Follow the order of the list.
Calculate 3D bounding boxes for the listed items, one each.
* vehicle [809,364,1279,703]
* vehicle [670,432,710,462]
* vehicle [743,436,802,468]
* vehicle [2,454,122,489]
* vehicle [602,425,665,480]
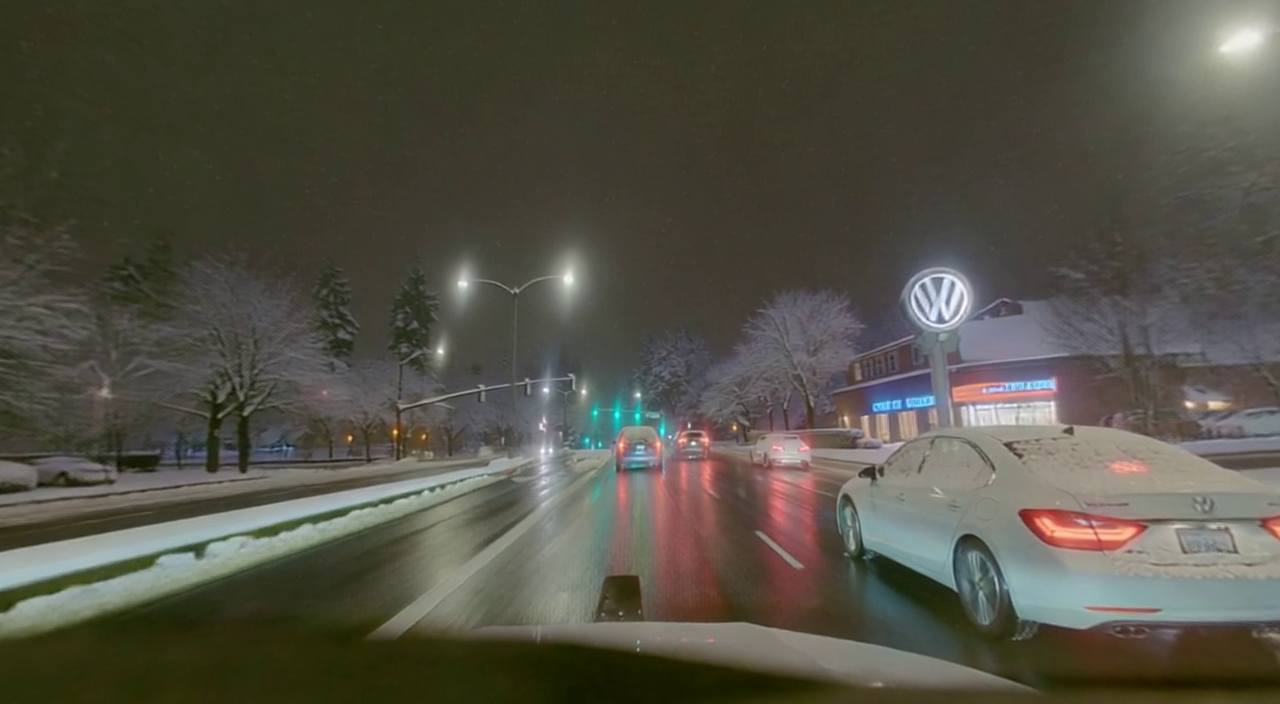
[{"bbox_3d":[3.155,1.213,5.264,2.153,1.658,4.485,0,-8,-1],"label":"vehicle"},{"bbox_3d":[3.078,5.981,39.656,2.000,1.745,4.206,0,-8,-2],"label":"vehicle"},{"bbox_3d":[6.340,4.860,30.811,1.883,1.452,4.258,0,-8,-1],"label":"vehicle"},{"bbox_3d":[-30.247,6.242,33.150,4.228,1.680,2.024,0,-9,1],"label":"vehicle"},{"bbox_3d":[-0.250,3.683,23.286,2.106,1.798,4.168,0,-8,-1],"label":"vehicle"}]
